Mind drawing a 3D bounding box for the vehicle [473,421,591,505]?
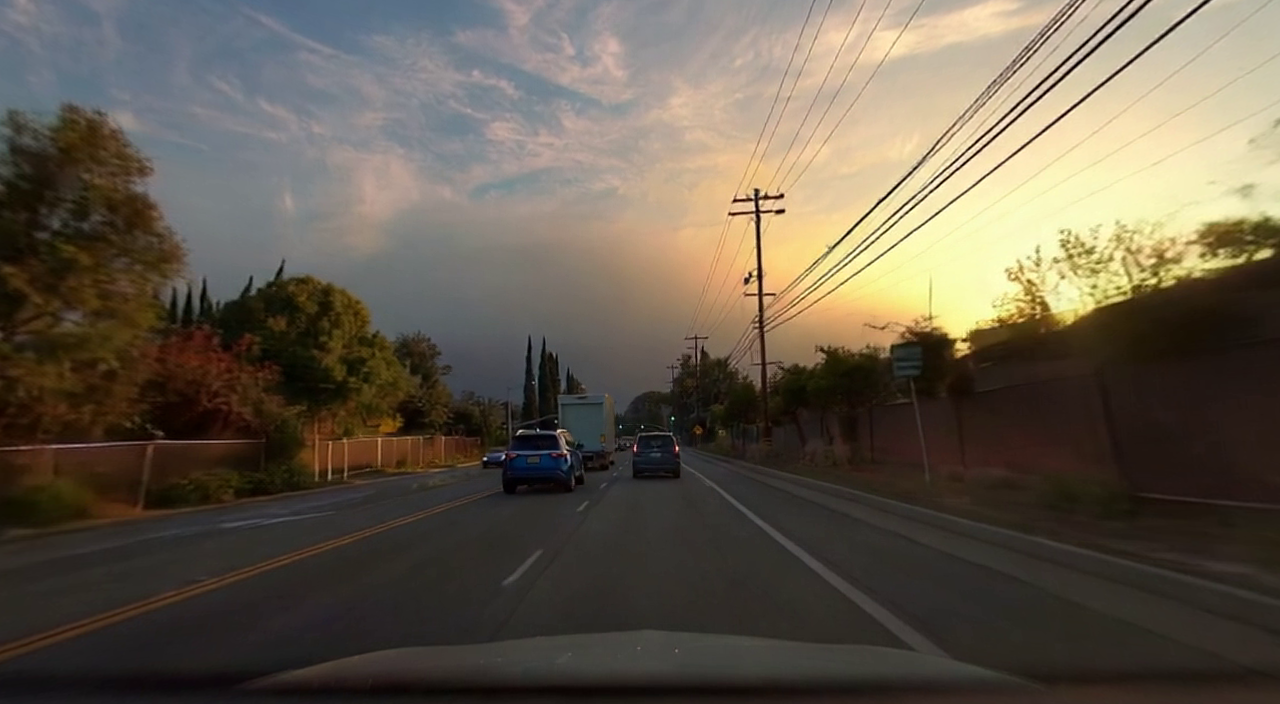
[{"bbox_3d":[-2.566,2.803,16.254,2.093,1.832,4.508,0,-9,2],"label":"vehicle"}]

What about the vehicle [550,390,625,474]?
[{"bbox_3d":[-2.405,4.299,32.942,2.928,3.658,10.953,0,-9,0],"label":"vehicle"}]

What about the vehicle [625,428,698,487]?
[{"bbox_3d":[0.674,3.445,20.852,2.174,1.749,4.113,0,-9,1],"label":"vehicle"}]
